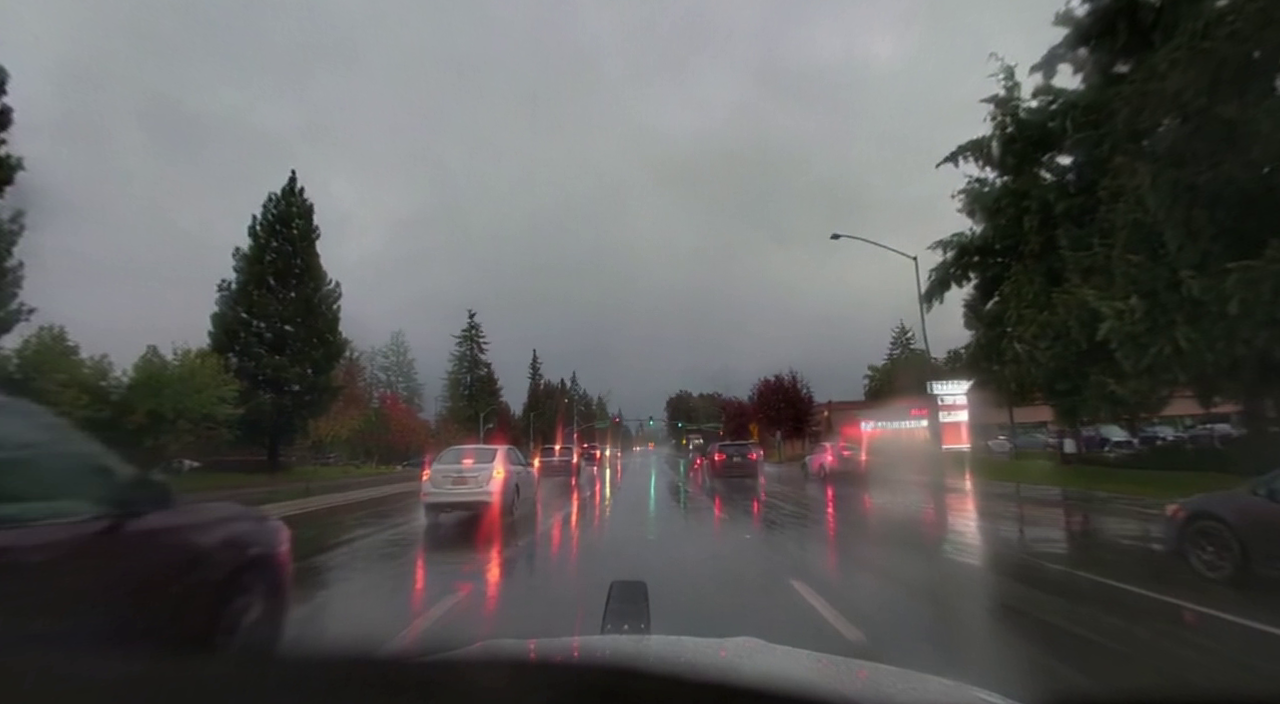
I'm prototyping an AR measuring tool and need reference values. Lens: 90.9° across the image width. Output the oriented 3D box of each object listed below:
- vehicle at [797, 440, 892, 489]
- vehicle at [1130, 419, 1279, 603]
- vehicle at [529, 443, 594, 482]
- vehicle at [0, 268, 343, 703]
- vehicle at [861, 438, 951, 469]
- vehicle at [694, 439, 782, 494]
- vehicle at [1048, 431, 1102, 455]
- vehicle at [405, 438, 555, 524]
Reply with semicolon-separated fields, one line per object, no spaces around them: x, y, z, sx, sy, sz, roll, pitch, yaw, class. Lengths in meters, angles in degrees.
7.170;3.978;22.679;2.070;1.547;4.941;-1;-9;4;vehicle
6.337;1.209;4.499;1.881;1.540;4.750;0;-9;1;vehicle
-3.194;4.633;26.705;2.087;1.494;4.626;-1;-9;1;vehicle
-2.899;0.646;1.621;2.117;1.799;4.442;0;-9;-1;vehicle
14.940;5.666;35.405;4.337;1.614;2.043;3;-9;-20;vehicle
2.894;3.496;19.581;2.004;1.512;4.206;0;-9;0;vehicle
29.383;6.128;42.688;1.793;1.478;4.462;-4;-9;20;vehicle
-3.080;2.580;13.195;1.952;1.457;4.372;-1;-9;1;vehicle
